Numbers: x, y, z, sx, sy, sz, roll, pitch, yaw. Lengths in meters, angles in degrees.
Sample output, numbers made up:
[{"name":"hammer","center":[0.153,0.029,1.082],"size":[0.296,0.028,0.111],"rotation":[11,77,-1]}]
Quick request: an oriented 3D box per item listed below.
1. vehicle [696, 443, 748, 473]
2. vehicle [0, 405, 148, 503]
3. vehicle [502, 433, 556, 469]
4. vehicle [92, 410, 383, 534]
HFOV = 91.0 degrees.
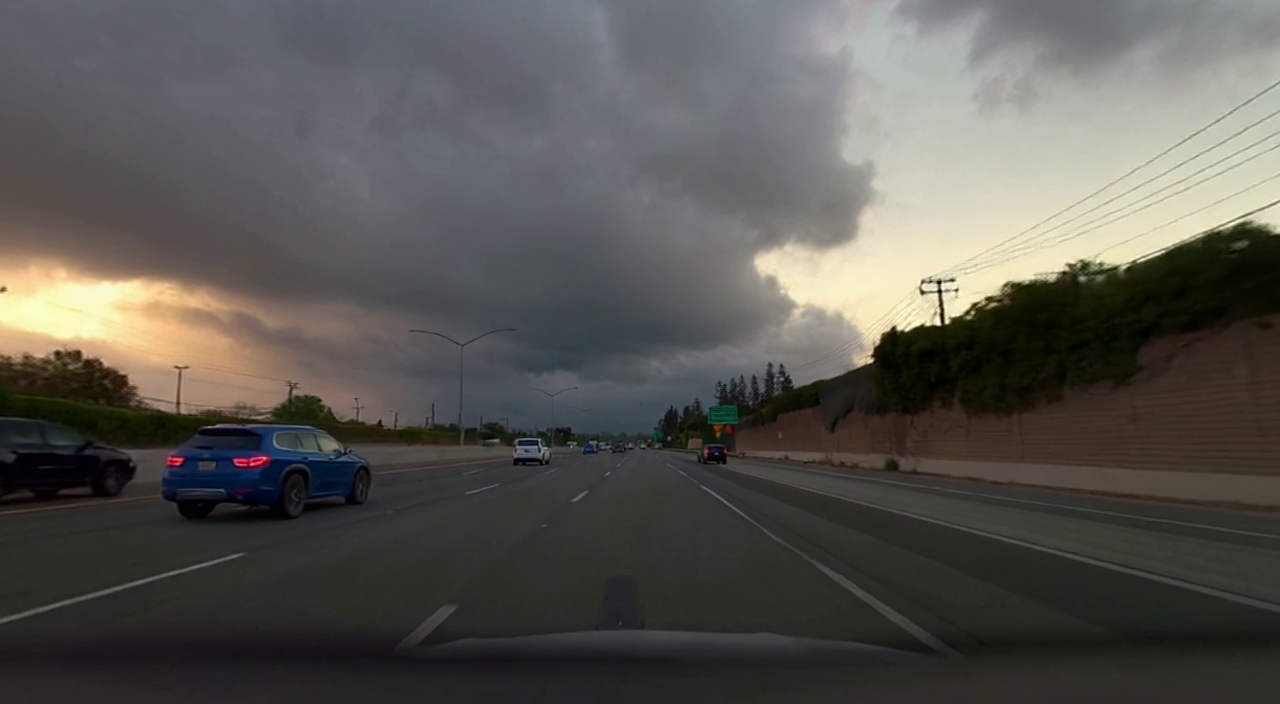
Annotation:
[{"name":"vehicle","center":[4.507,5.920,35.455],"size":[2.251,1.520,4.550],"rotation":[1,-9,-1]},{"name":"vehicle","center":[-13.814,2.139,13.307],"size":[2.162,1.922,5.732],"rotation":[0,-9,0]},{"name":"vehicle","center":[-6.448,5.820,37.100],"size":[2.255,1.934,4.868],"rotation":[0,-9,0]},{"name":"vehicle","center":[-6.543,2.015,11.091],"size":[2.058,1.698,4.567],"rotation":[0,-9,0]}]
